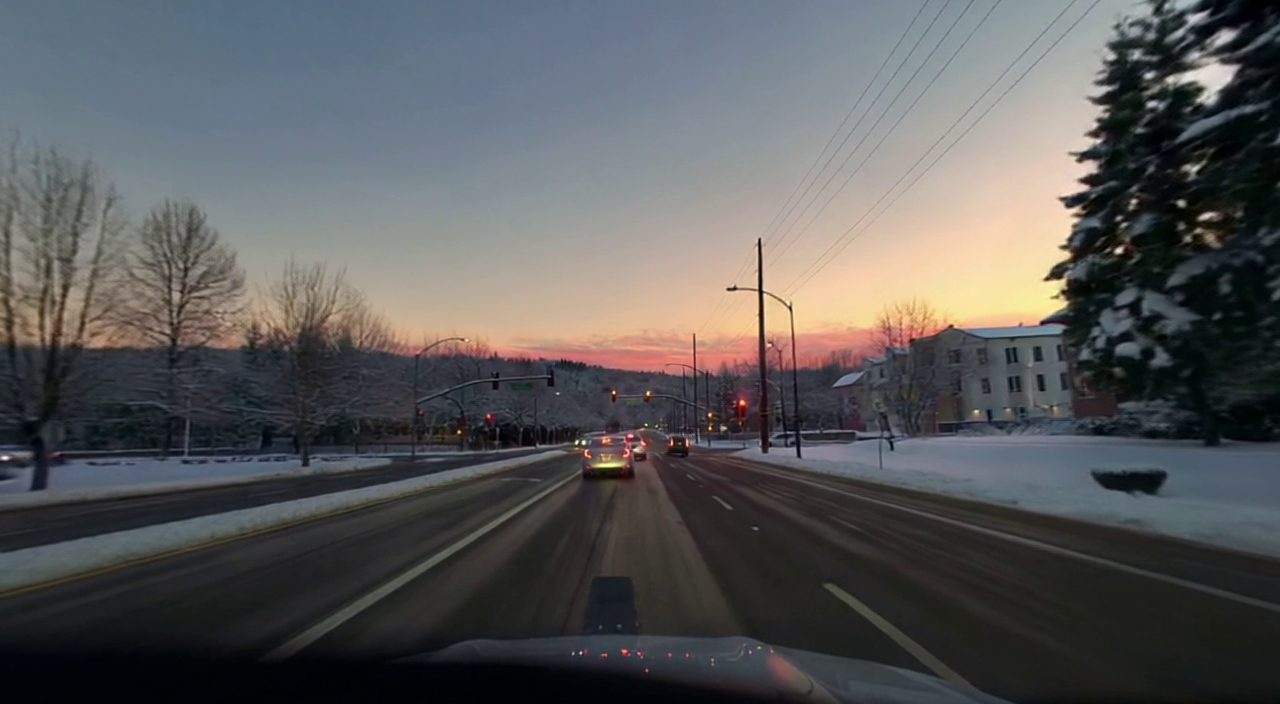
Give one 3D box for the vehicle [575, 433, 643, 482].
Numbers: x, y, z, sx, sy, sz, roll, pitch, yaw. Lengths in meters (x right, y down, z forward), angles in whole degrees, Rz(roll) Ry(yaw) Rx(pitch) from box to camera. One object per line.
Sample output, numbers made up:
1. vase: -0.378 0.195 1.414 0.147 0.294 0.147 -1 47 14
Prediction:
1. vehicle: -0.960 3.497 21.187 2.075 1.470 3.962 0 -8 0
